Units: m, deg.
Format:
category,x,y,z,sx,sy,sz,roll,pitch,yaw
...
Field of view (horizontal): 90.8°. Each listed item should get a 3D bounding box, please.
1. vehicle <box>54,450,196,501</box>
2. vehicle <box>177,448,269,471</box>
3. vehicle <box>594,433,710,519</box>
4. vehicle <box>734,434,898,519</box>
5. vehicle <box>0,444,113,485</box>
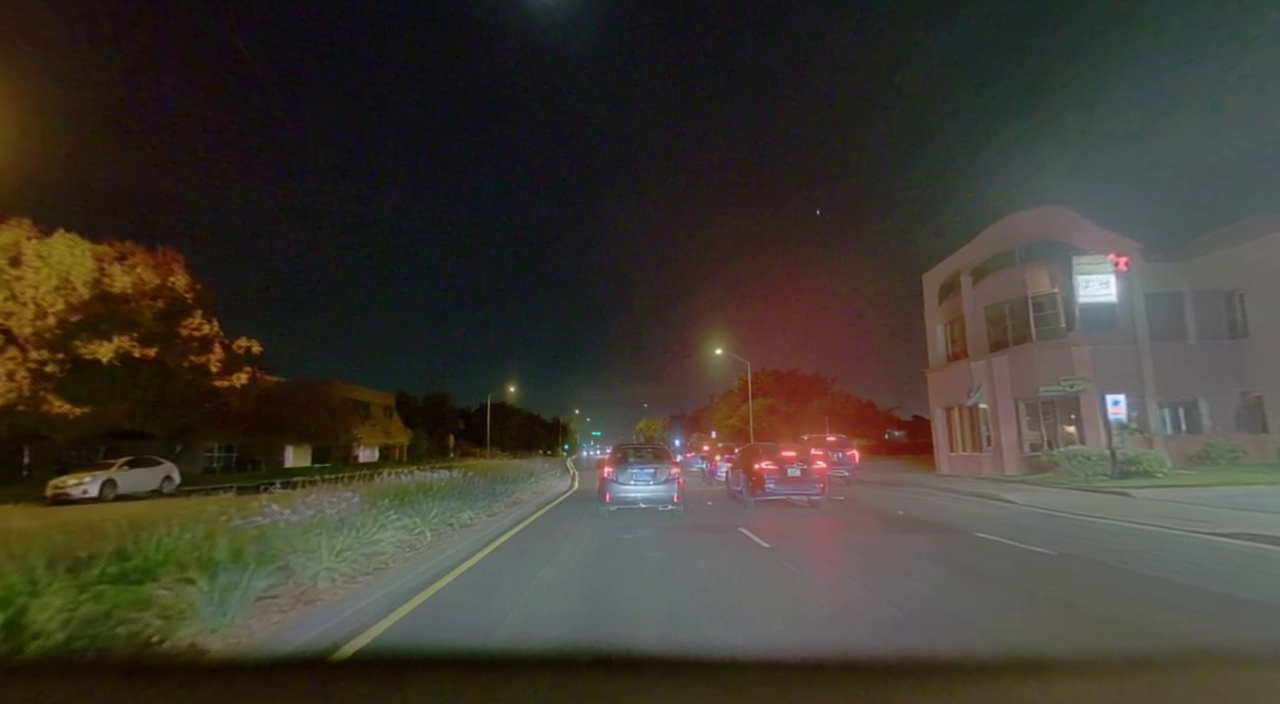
category,x,y,z,sx,sy,sz,roll,pitch,yaw
vehicle,-19.114,4.548,23.721,1.903,1.706,3.994,0,-9,0
vehicle,-28.023,7.217,42.581,4.736,1.491,2.042,0,-8,-2
vehicle,0.213,2.469,13.063,2.052,1.488,3.779,0,-9,0
vehicle,3.435,2.532,13.459,2.124,1.476,4.730,0,-9,0
vehicle,-27.454,5.151,29.056,4.494,1.792,2.037,0,-8,0
